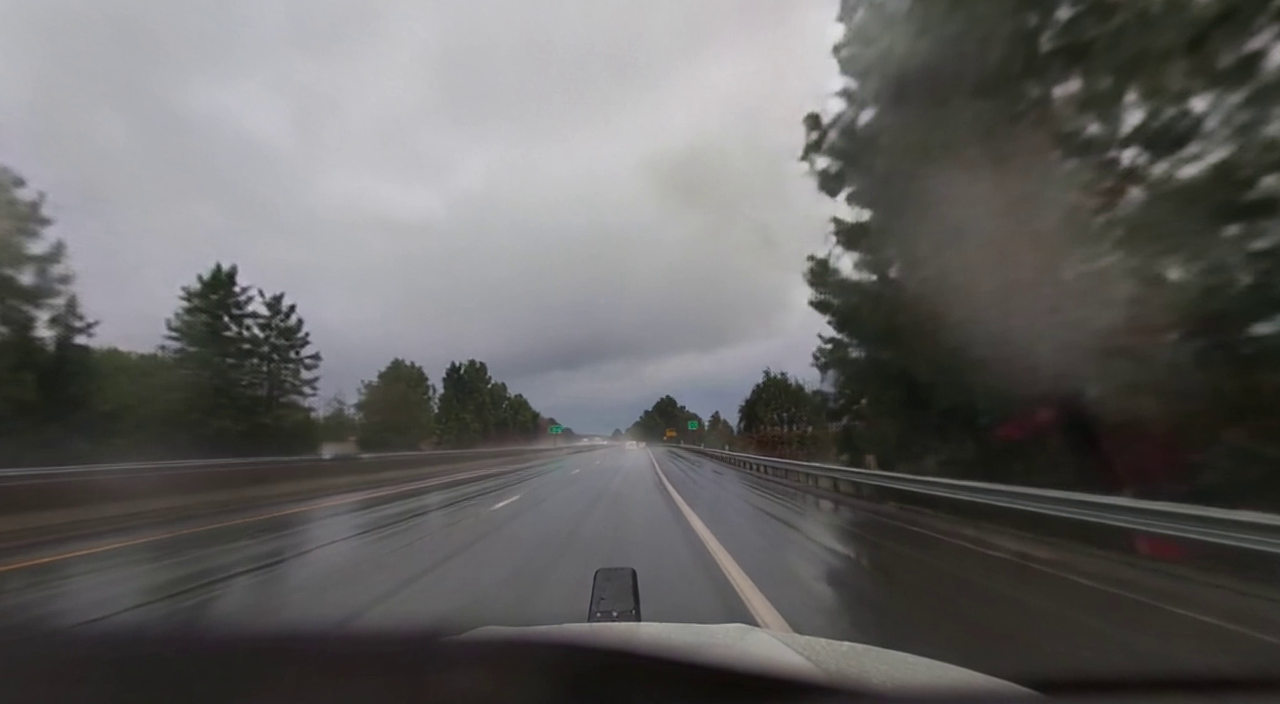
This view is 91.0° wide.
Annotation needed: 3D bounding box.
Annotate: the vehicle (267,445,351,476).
[{"bbox_3d":[-17.360,5.674,33.307,1.897,1.479,4.598,-1,-8,1],"label":"vehicle"}]
